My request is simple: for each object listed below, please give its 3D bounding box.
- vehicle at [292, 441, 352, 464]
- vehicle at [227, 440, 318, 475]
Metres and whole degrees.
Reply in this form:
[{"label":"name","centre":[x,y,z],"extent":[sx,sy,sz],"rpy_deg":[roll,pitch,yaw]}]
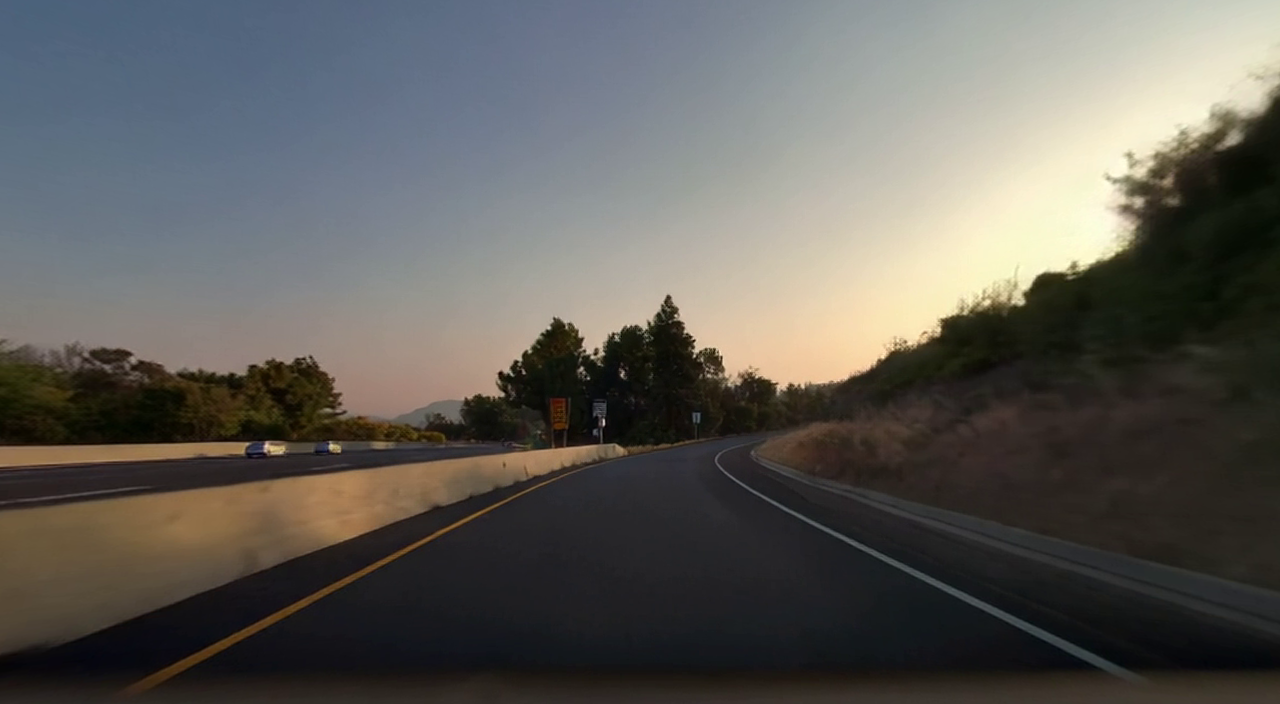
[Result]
[{"label":"vehicle","centre":[-21.672,6.851,43.105],"extent":[1.880,1.509,4.775],"rpy_deg":[0,-8,-4]},{"label":"vehicle","centre":[-16.787,4.806,28.968],"extent":[1.895,1.451,4.168],"rpy_deg":[0,-8,-4]}]
